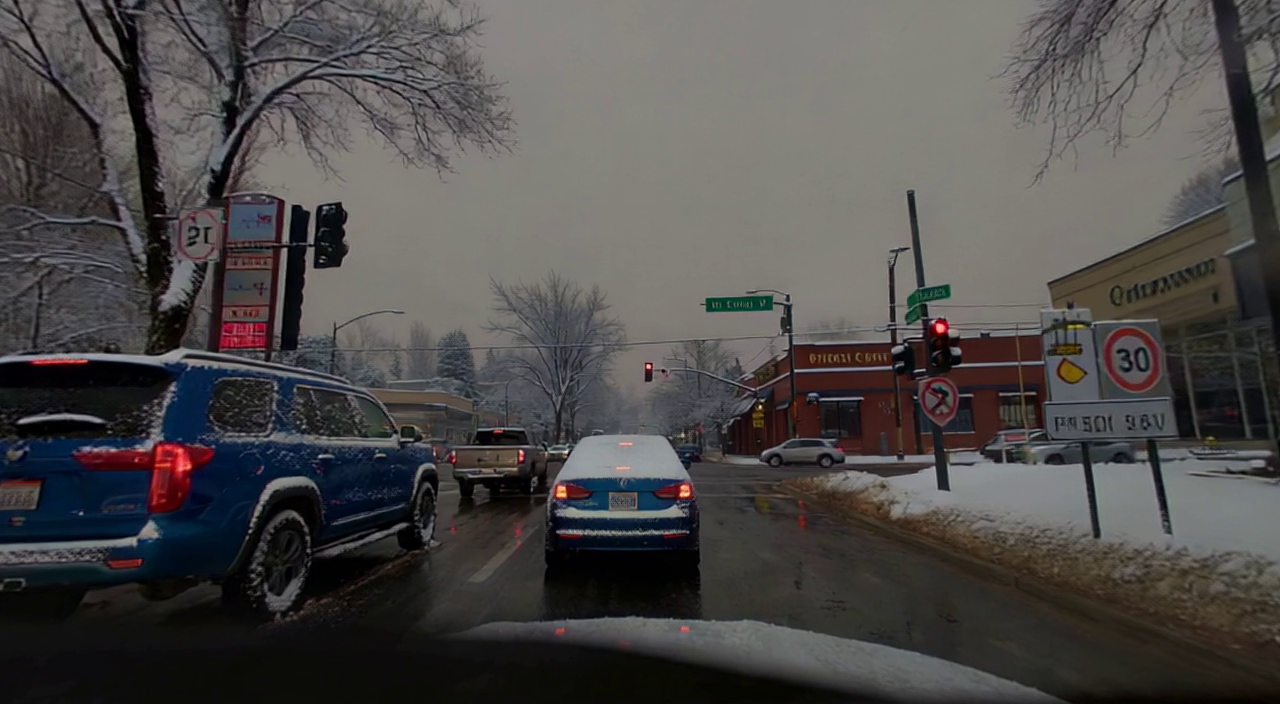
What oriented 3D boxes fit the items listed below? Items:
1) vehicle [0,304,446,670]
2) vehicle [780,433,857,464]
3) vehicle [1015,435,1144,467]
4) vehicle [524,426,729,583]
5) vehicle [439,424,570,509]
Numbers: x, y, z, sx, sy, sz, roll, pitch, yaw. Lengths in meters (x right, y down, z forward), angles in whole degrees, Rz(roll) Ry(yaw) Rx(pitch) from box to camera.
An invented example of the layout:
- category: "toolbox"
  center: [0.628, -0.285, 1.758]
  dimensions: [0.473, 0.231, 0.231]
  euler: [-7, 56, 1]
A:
- category: "vehicle"
  center: [-3.811, 1.129, 6.219]
  dimensions: [2.152, 2.118, 5.066]
  euler: [0, -8, 0]
- category: "vehicle"
  center: [10.229, 5.577, 36.288]
  dimensions: [4.116, 1.719, 2.069]
  euler: [-2, -9, 12]
- category: "vehicle"
  center: [21.439, 4.854, 30.896]
  dimensions: [4.809, 1.476, 1.845]
  euler: [-4, -9, 23]
- category: "vehicle"
  center: [-0.159, 1.780, 8.179]
  dimensions: [1.966, 1.481, 4.146]
  euler: [0, -8, -1]
- category: "vehicle"
  center: [-2.925, 2.593, 14.594]
  dimensions: [2.047, 1.664, 4.148]
  euler: [0, -8, 1]
